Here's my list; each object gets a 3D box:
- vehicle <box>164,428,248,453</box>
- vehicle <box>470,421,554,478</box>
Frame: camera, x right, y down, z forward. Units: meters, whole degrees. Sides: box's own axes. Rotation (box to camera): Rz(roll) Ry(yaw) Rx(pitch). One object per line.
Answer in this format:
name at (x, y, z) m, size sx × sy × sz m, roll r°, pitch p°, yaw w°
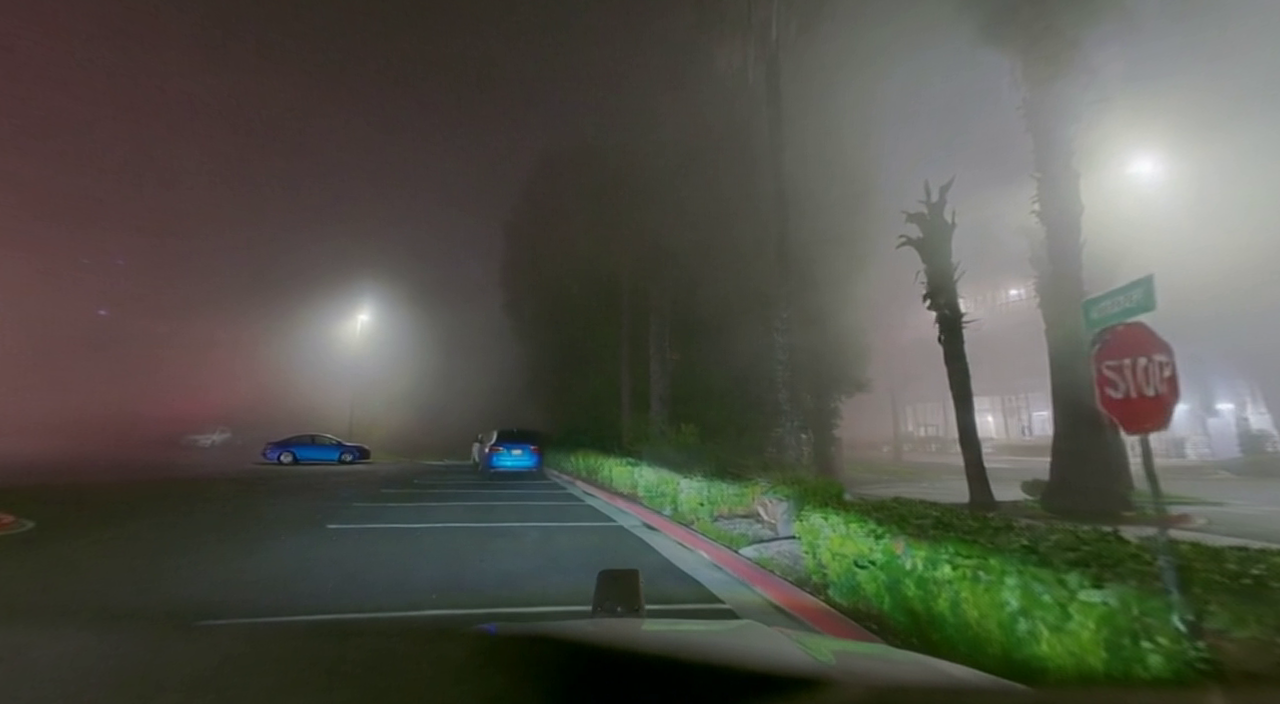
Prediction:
vehicle at (-29.133, 5.967, 42.558) m, size 4.457 × 1.552 × 1.748 m, roll 5°, pitch -10°, yaw -33°
vehicle at (-4.439, 3.272, 21.319) m, size 2.071 × 1.700 × 4.367 m, roll 3°, pitch -9°, yaw -20°
